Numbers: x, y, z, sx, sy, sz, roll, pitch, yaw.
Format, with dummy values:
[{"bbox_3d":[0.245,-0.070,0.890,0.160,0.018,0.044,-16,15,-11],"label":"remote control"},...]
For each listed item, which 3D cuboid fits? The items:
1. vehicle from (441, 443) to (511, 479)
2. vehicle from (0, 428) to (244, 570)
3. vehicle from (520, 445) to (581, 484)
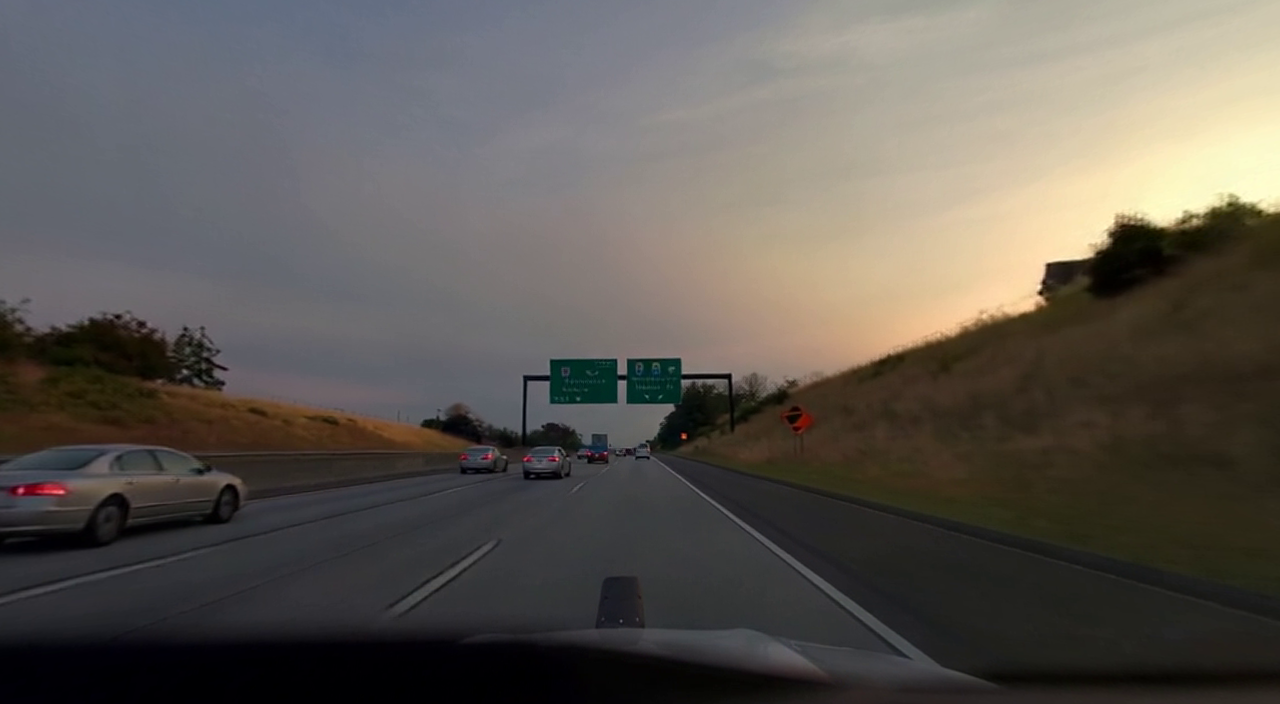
[{"bbox_3d":[-7.506,5.047,29.401,2.091,1.558,4.220,0,-9,1],"label":"vehicle"},{"bbox_3d":[-7.855,1.838,8.448,2.009,1.500,4.741,0,-9,0],"label":"vehicle"},{"bbox_3d":[-3.538,4.528,25.546,1.924,1.436,3.915,0,-9,0],"label":"vehicle"}]
